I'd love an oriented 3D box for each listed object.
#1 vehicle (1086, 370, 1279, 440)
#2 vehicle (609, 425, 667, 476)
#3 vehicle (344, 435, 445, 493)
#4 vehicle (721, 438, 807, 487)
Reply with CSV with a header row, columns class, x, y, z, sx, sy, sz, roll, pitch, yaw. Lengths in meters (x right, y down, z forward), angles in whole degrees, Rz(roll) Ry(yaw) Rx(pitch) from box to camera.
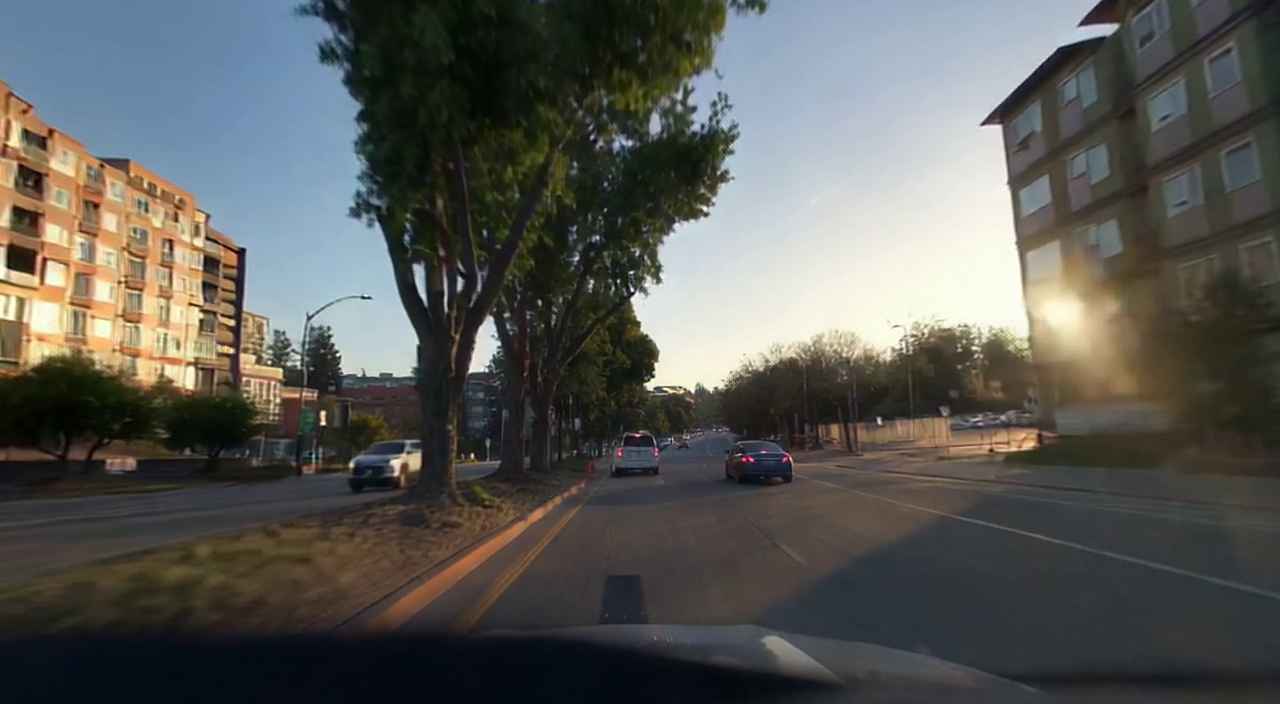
class,x,y,z,sx,sy,sz,roll,pitch,yaw
vehicle,38.890,3.889,45.018,10.985,3.740,2.994,-6,-9,5
vehicle,-0.198,4.480,28.866,2.396,2.143,4.824,0,-8,-3
vehicle,-8.700,3.986,22.831,1.873,1.894,4.186,0,-8,1
vehicle,4.086,3.722,21.552,2.075,1.486,4.316,0,-8,0
